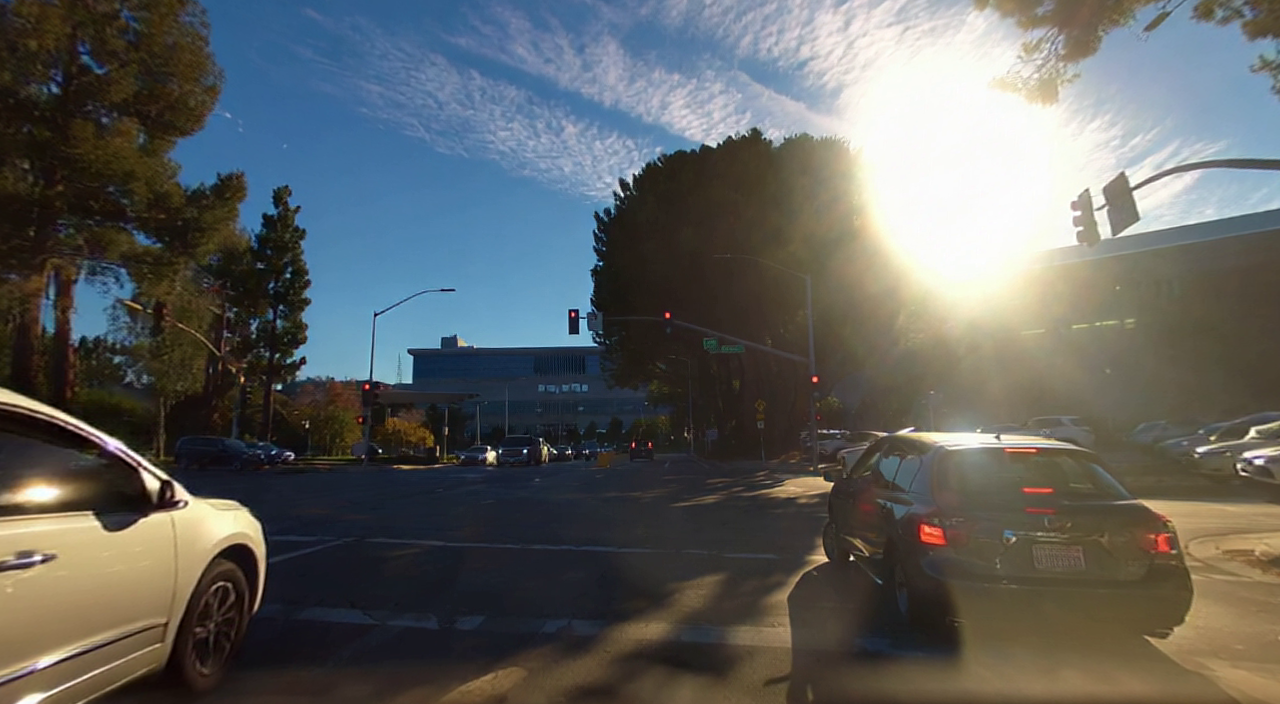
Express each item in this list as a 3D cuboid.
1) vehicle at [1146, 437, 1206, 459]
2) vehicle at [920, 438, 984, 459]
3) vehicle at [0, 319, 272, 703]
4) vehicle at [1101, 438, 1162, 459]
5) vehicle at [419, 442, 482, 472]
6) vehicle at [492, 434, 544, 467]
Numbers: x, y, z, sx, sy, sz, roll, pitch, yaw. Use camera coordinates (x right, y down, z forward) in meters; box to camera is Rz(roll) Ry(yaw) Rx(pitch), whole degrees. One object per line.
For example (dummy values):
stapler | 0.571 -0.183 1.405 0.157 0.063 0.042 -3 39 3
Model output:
vehicle | 41.168 7.419 48.495 1.767 1.456 4.191 -5 -11 15
vehicle | 21.480 6.647 43.378 3.576 1.425 1.702 2 -9 -12
vehicle | -3.459 0.692 1.869 2.000 1.789 4.638 0 -8 -2
vehicle | 38.491 7.549 49.499 1.837 1.514 4.786 -2 -9 13
vehicle | -10.628 5.910 35.705 2.041 1.548 4.868 0 -8 0
vehicle | -7.159 5.852 37.463 2.081 1.818 4.782 0 -8 1
